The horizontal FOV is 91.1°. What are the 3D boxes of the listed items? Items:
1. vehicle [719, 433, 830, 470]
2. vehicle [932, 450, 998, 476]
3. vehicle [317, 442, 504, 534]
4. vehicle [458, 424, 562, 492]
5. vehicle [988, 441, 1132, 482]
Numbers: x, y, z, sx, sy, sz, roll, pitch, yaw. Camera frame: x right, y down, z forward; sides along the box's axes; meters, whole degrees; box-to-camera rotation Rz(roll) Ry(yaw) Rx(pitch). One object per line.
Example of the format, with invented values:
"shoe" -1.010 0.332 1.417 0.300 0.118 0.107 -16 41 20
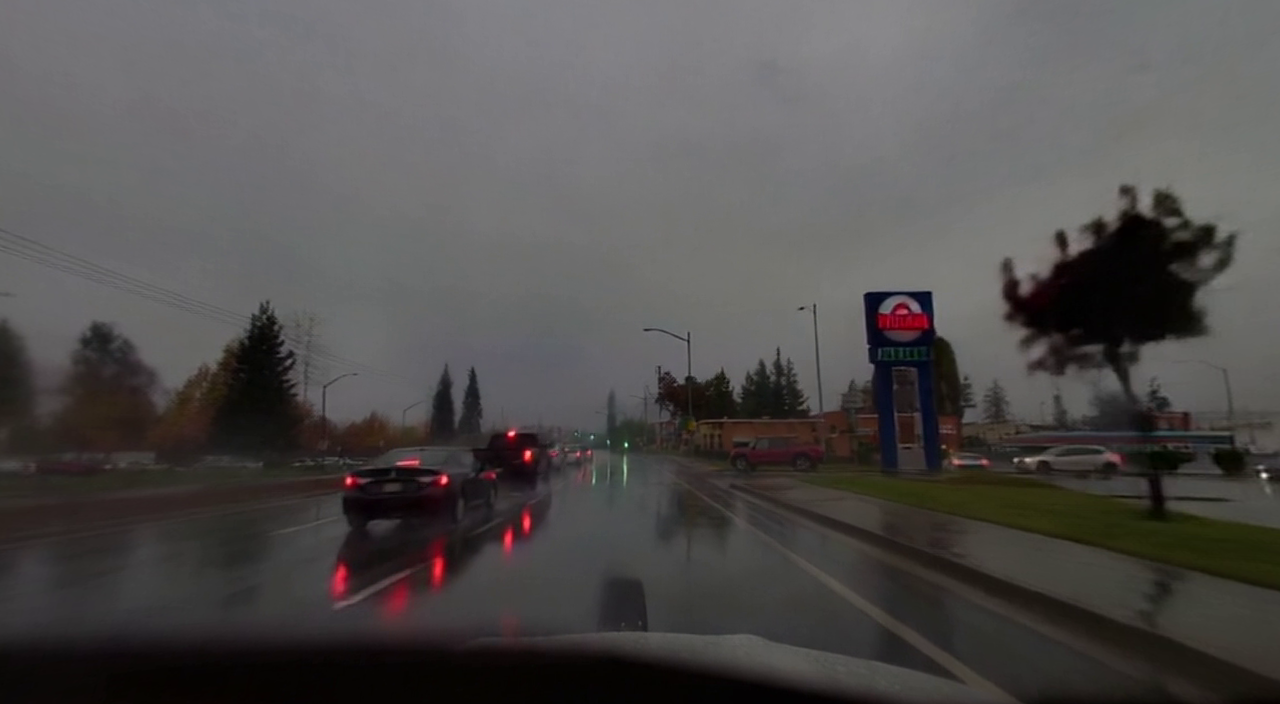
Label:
"vehicle" 6.250 4.725 29.624 4.813 1.622 2.110 0 -11 4
"vehicle" 19.872 6.783 38.568 1.646 1.418 3.910 1 -8 -5
"vehicle" -4.119 2.490 12.205 2.113 1.446 4.309 0 -8 -2
"vehicle" -4.504 3.800 22.996 2.664 2.122 6.124 0 -8 -2
"vehicle" 19.701 5.141 29.696 5.120 1.817 2.154 -1 -8 6
